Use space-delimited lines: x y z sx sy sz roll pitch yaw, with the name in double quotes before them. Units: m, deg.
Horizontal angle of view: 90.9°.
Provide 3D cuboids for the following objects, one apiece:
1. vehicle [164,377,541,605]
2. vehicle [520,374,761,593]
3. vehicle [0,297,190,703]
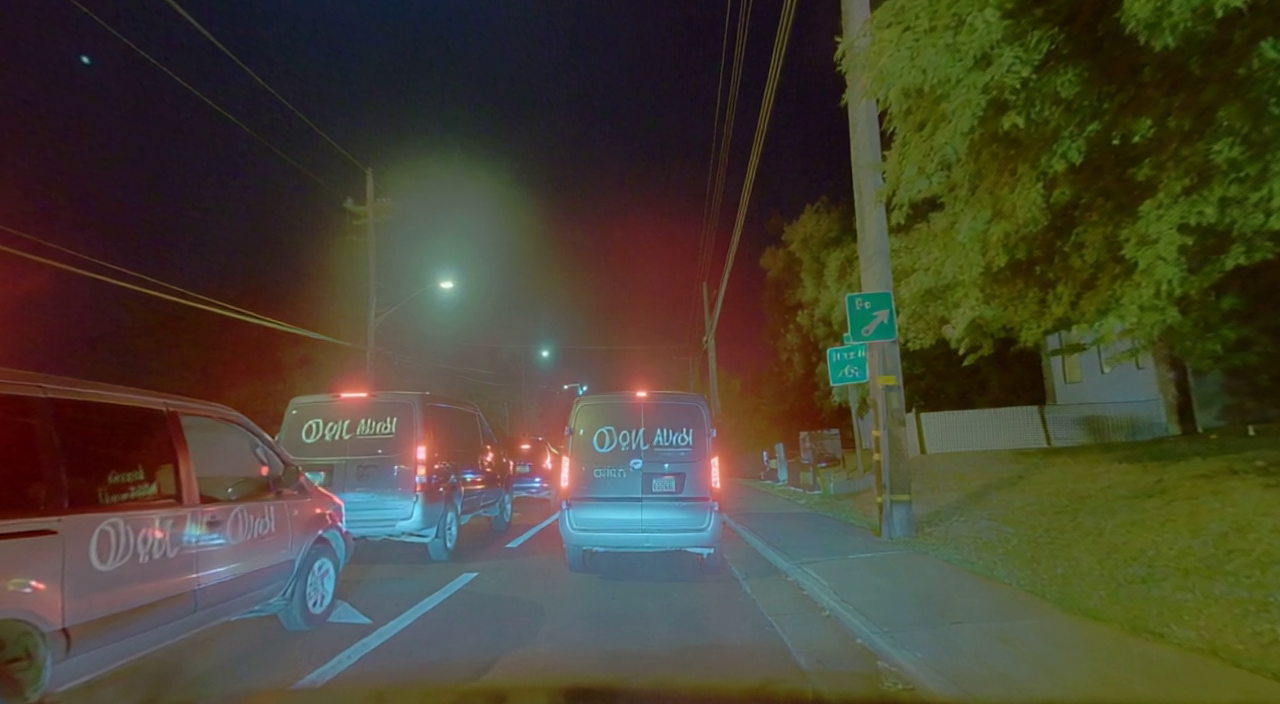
"vehicle" -2.753 1.487 7.622 2.109 1.851 4.749 -1 -8 3
"vehicle" 0.111 1.462 7.700 2.117 1.911 4.095 -1 -8 3
"vehicle" -3.151 0.477 0.246 2.160 1.796 4.997 0 -8 1
